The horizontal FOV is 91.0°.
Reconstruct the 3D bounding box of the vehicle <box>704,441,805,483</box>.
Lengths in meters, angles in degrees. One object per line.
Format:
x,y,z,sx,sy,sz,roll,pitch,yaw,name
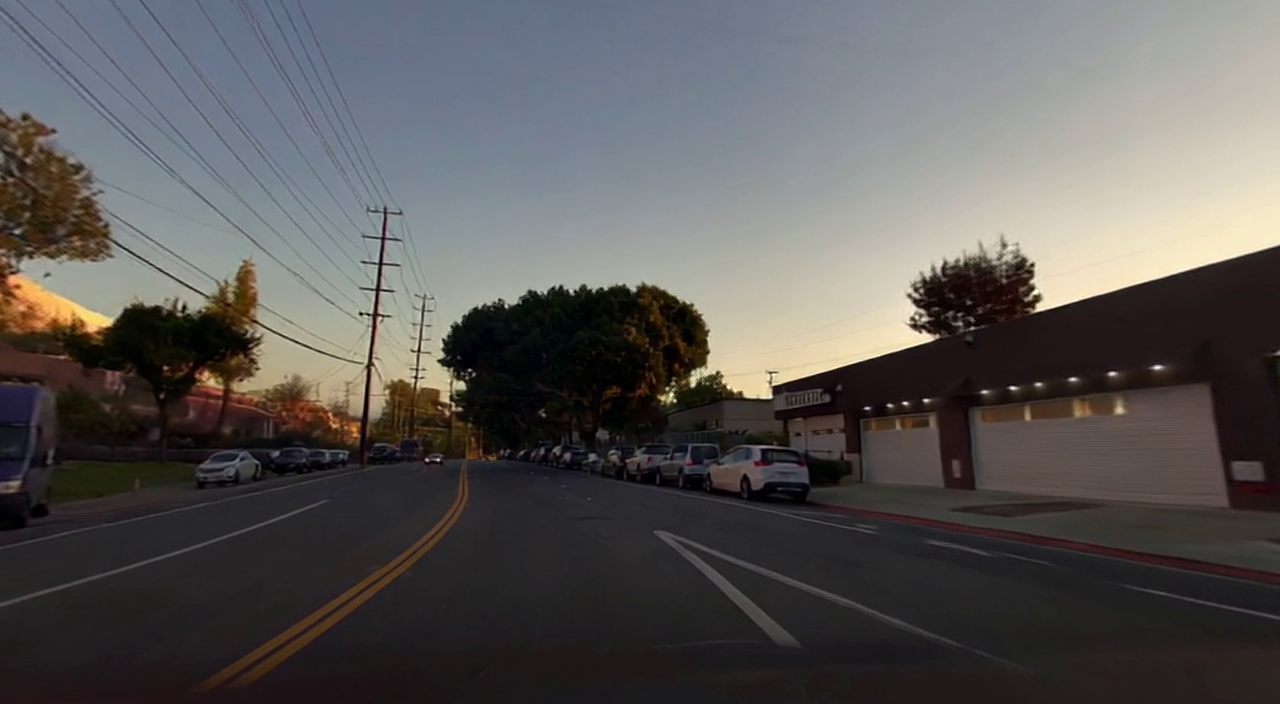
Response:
4.784,4.448,25.891,2.057,1.564,4.502,-7,-11,40,vehicle

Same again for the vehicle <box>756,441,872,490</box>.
6.255,3.910,22.255,2.074,1.526,4.853,-7,-11,40,vehicle

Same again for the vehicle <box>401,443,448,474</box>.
-11.462,5.653,33.769,2.122,1.517,4.465,2,-9,-16,vehicle
